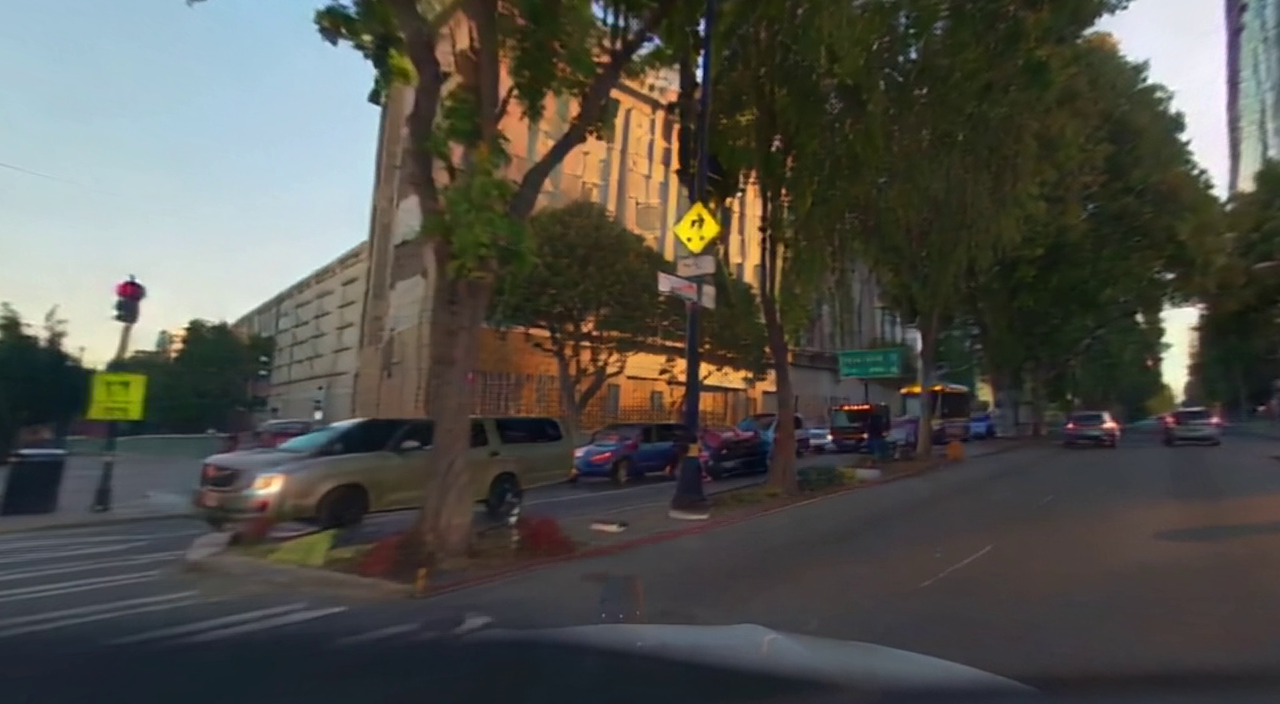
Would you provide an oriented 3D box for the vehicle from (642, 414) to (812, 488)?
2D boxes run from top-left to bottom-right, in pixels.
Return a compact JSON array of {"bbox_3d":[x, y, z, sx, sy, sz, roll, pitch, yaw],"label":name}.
[{"bbox_3d":[2.245,2.381,15.259,1.826,1.488,4.628,-8,-11,39],"label":"vehicle"}]

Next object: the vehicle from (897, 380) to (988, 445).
[{"bbox_3d":[14.086,2.939,29.228,2.268,2.708,5.699,-7,-11,39],"label":"vehicle"}]

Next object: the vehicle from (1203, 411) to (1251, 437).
[{"bbox_3d":[39.302,4.888,42.408,1.888,1.536,4.381,-7,-11,38],"label":"vehicle"}]

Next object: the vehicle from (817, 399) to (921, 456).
[{"bbox_3d":[8.404,2.816,22.929,1.988,1.855,4.599,-8,-11,40],"label":"vehicle"}]

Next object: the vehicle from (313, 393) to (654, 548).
[{"bbox_3d":[-2.104,1.759,9.911,2.053,1.798,4.841,-8,-11,40],"label":"vehicle"}]
